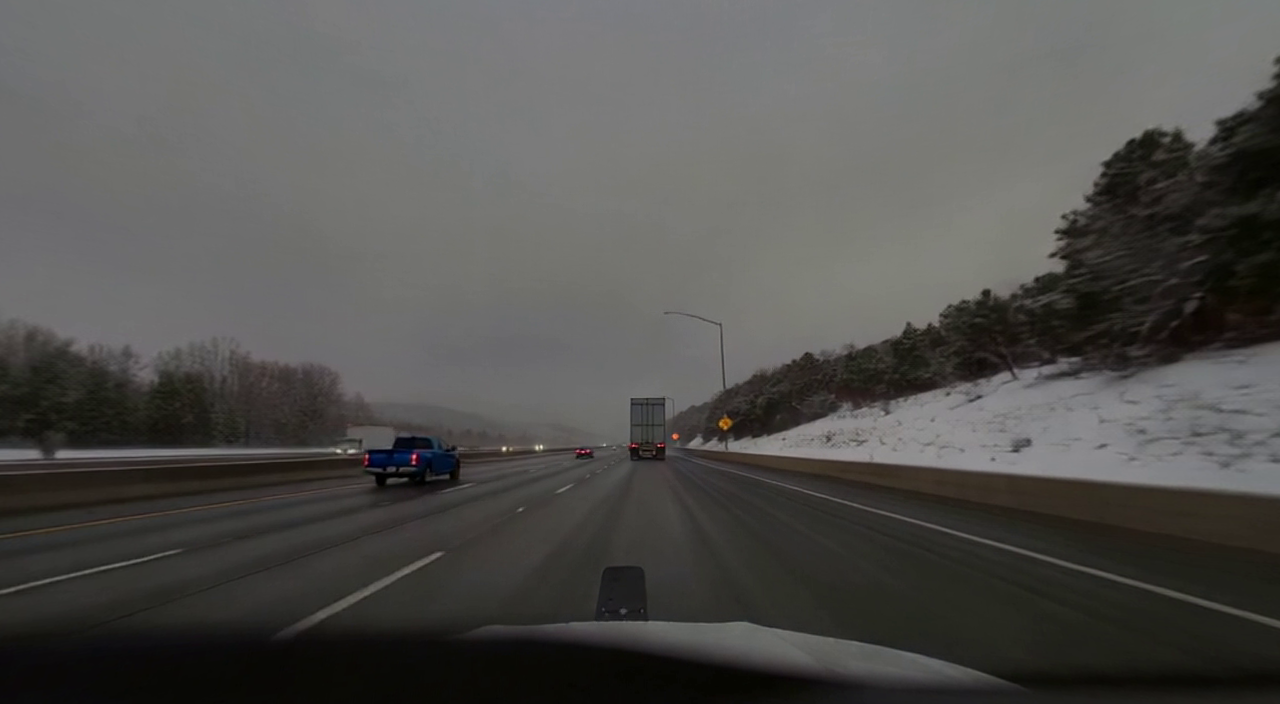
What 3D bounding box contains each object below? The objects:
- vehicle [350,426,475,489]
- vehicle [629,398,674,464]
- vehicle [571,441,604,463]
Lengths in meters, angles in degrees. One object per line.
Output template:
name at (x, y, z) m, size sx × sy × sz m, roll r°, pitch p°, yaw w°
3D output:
vehicle at (-7.427, 3.497, 21.341) m, size 2.113 × 1.837 × 5.339 m, roll 0°, pitch -8°, yaw 2°
vehicle at (0.894, 6.213, 48.553) m, size 2.951 × 4.229 × 15.519 m, roll 0°, pitch -8°, yaw 1°
vehicle at (-3.848, 7.446, 47.159) m, size 1.983 × 1.508 × 4.060 m, roll 0°, pitch -8°, yaw 2°
